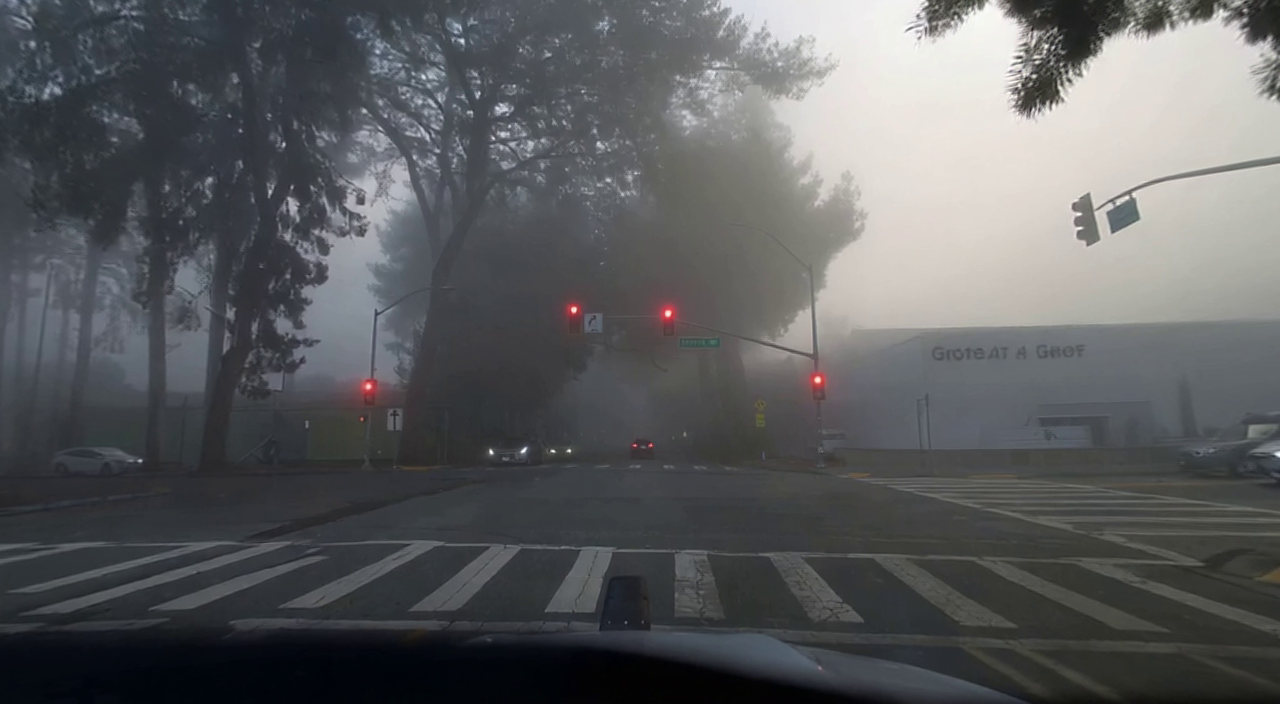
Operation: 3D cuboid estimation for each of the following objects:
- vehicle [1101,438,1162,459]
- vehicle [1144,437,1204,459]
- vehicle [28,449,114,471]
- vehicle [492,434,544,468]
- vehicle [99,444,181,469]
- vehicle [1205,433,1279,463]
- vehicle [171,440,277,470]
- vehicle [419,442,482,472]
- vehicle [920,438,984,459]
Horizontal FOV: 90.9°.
[{"bbox_3d":[38.497,7.543,49.496,1.837,1.514,4.786,-2,-9,13],"label":"vehicle"},{"bbox_3d":[41.253,7.449,48.771,1.767,1.456,4.191,-5,-12,15],"label":"vehicle"},{"bbox_3d":[-39.150,7.454,43.425,4.144,1.446,1.769,0,-8,0],"label":"vehicle"},{"bbox_3d":[-7.157,5.855,37.445,2.081,1.818,4.782,0,-8,1],"label":"vehicle"},{"bbox_3d":[-38.660,8.066,48.833,4.516,1.834,2.016,0,-8,-1],"label":"vehicle"},{"bbox_3d":[30.445,4.792,31.635,1.631,1.418,3.531,-2,-9,17],"label":"vehicle"},{"bbox_3d":[-24.548,6.071,37.320,4.844,1.690,2.028,0,-8,2],"label":"vehicle"},{"bbox_3d":[-10.636,5.902,35.707,2.041,1.548,4.868,0,-8,0],"label":"vehicle"},{"bbox_3d":[21.477,6.650,43.379,3.576,1.425,1.702,2,-9,-13],"label":"vehicle"}]
